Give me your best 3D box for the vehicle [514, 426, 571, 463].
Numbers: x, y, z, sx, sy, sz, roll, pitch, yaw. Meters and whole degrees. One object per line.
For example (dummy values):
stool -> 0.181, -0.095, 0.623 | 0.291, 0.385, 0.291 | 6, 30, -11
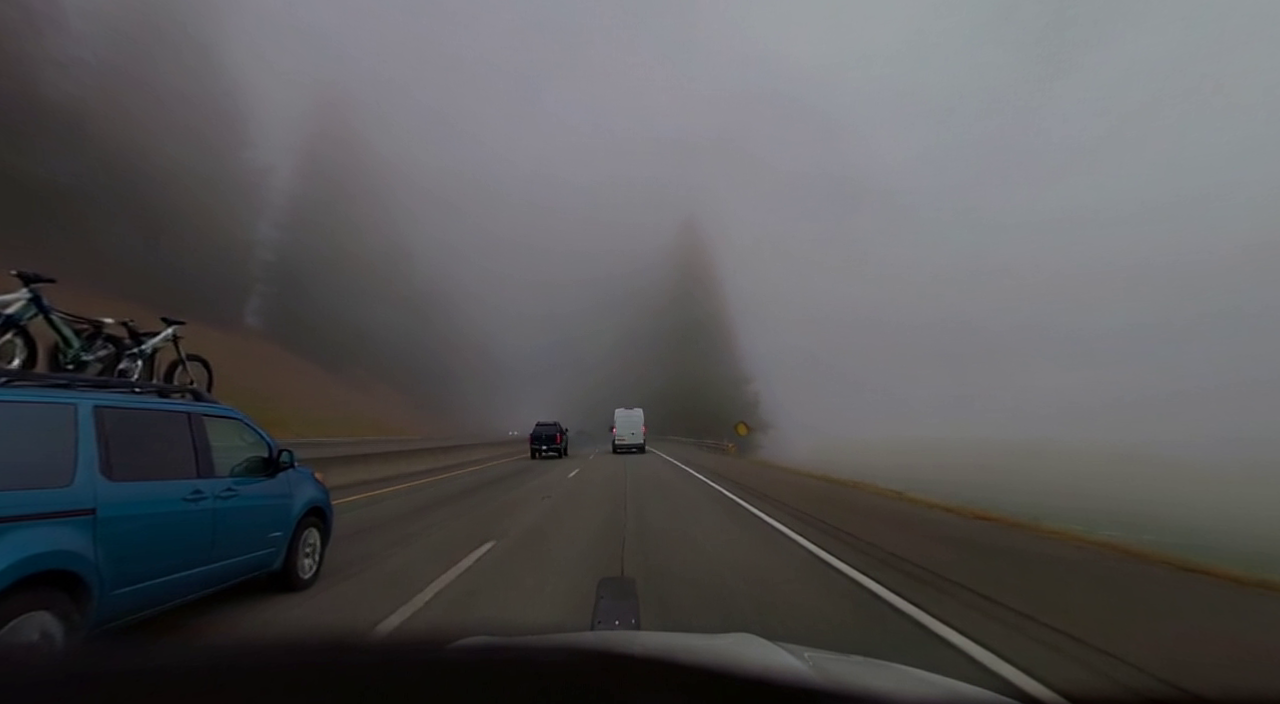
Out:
vehicle -> -4.609, 4.429, 30.446 | 2.110, 1.636, 4.453 | 0, -8, -1

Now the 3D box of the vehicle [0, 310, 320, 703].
vehicle -> -3.619, 0.734, 2.702 | 2.069, 1.751, 4.720 | 0, -8, -1

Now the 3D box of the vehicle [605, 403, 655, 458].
vehicle -> -0.682, 4.574, 36.459 | 2.647, 2.896, 6.480 | 1, -8, -3
